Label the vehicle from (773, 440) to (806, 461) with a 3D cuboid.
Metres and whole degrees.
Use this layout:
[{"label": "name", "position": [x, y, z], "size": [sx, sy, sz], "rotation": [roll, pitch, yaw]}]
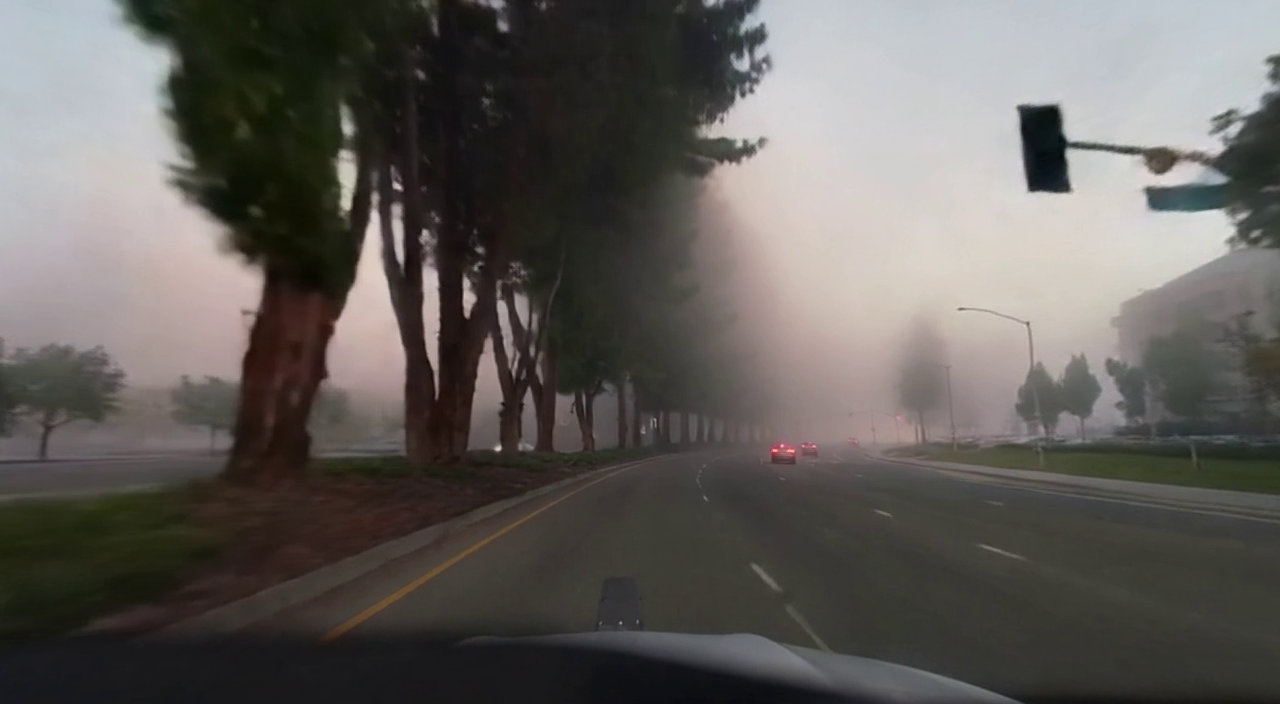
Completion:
[{"label": "vehicle", "position": [11.098, 7.314, 47.188], "size": [1.988, 1.460, 3.996], "rotation": [-1, -8, 7]}]
